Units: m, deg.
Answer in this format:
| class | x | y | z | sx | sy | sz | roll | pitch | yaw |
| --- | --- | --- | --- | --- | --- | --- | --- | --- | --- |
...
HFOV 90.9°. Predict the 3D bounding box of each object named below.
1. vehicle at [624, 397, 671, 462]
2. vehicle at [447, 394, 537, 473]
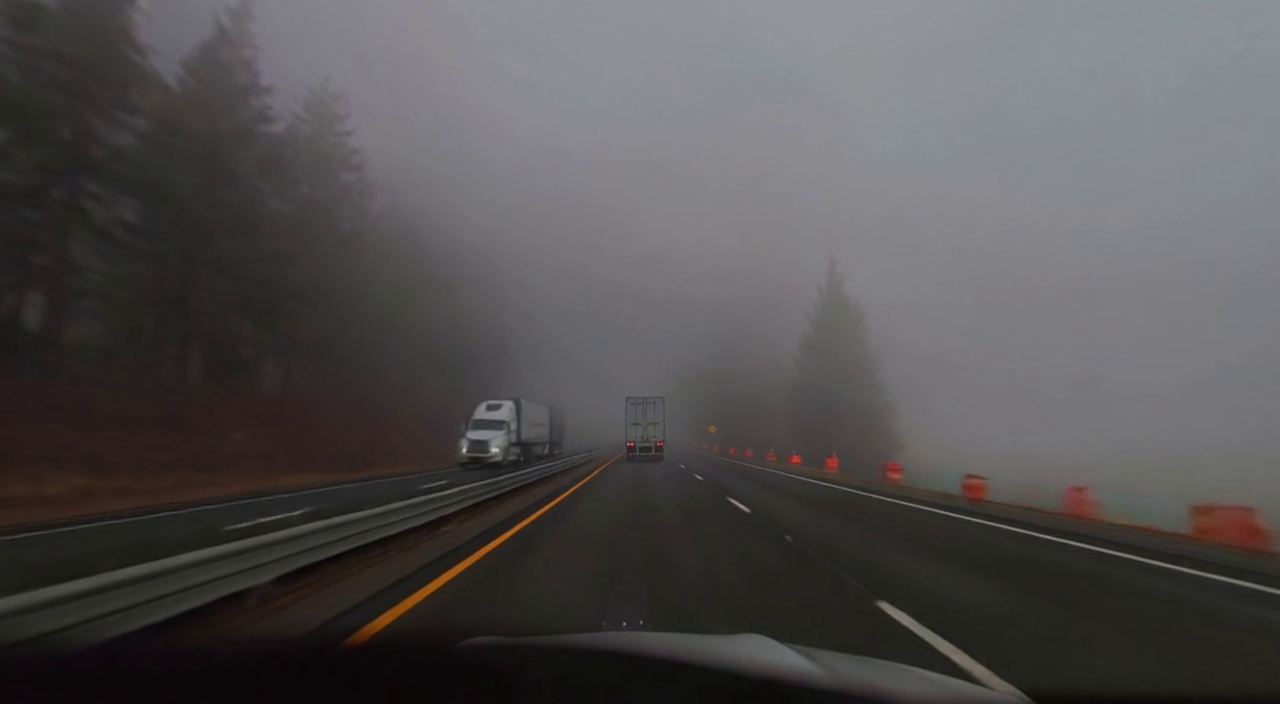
| class | x | y | z | sx | sy | sz | roll | pitch | yaw |
| --- | --- | --- | --- | --- | --- | --- | --- | --- | --- |
| vehicle | 0.355 | 5.702 | 45.554 | 2.935 | 4.068 | 11.036 | 0 | -8 | -1 |
| vehicle | -8.290 | 4.795 | 36.725 | 3.025 | 4.018 | 8.862 | 0 | -8 | 0 |
